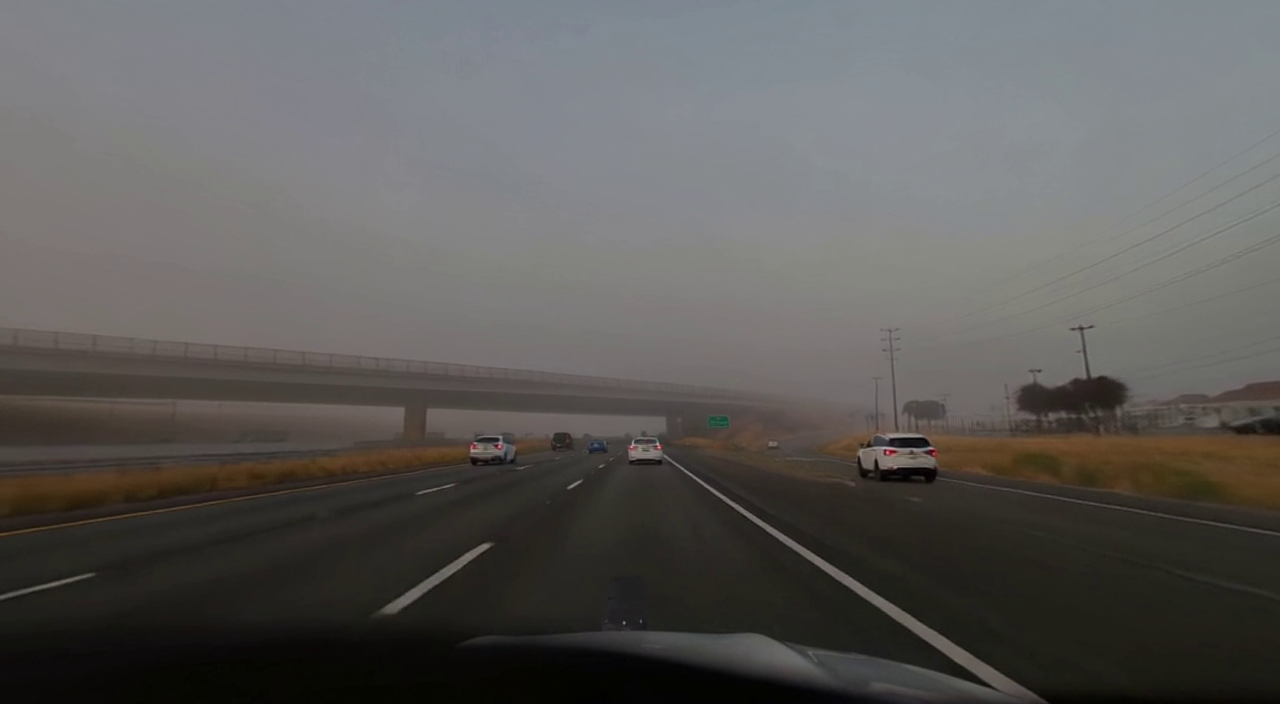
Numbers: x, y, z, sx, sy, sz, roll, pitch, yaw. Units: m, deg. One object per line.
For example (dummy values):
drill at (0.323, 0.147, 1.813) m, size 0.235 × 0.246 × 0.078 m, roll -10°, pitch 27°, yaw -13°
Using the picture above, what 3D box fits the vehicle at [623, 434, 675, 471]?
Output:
vehicle at (0.341, 4.450, 27.968) m, size 2.145 × 1.493 × 4.146 m, roll 0°, pitch -8°, yaw 0°

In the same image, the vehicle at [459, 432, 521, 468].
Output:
vehicle at (-7.451, 4.918, 31.791) m, size 2.067 × 1.682 × 4.388 m, roll 0°, pitch -8°, yaw 0°

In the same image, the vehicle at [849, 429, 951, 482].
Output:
vehicle at (9.156, 3.686, 22.706) m, size 2.095 × 1.674 × 4.530 m, roll -1°, pitch -8°, yaw 5°
